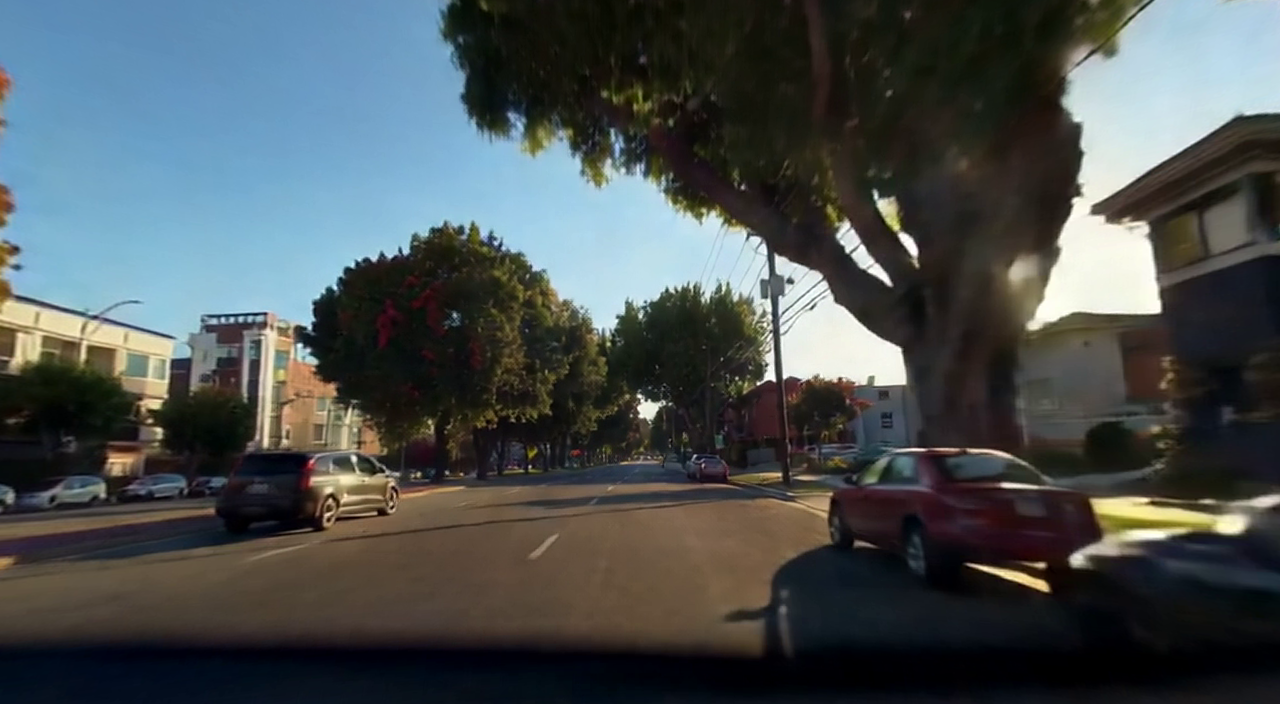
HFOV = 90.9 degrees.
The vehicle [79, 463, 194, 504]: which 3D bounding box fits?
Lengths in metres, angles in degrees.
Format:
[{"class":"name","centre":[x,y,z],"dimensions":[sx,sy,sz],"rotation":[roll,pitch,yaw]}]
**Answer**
[{"class":"vehicle","centre":[-25.591,6.658,32.315],"dimensions":[1.894,1.787,4.711],"rotation":[0,-8,1]}]

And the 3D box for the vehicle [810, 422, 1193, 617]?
[{"class":"vehicle","centre":[3.560,1.695,7.353],"dimensions":[2.022,1.592,4.111],"rotation":[0,-8,0]}]

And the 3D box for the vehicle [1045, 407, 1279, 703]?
[{"class":"vehicle","centre":[3.477,0.836,1.531],"dimensions":[2.010,1.488,4.262],"rotation":[-4,-7,-1]}]

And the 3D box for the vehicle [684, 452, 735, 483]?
[{"class":"vehicle","centre":[3.733,6.298,34.590],"dimensions":[2.259,1.500,4.474],"rotation":[0,-8,0]}]

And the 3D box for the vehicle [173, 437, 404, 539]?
[{"class":"vehicle","centre":[-6.681,2.590,12.740],"dimensions":[2.000,1.671,4.497],"rotation":[0,-8,1]}]
